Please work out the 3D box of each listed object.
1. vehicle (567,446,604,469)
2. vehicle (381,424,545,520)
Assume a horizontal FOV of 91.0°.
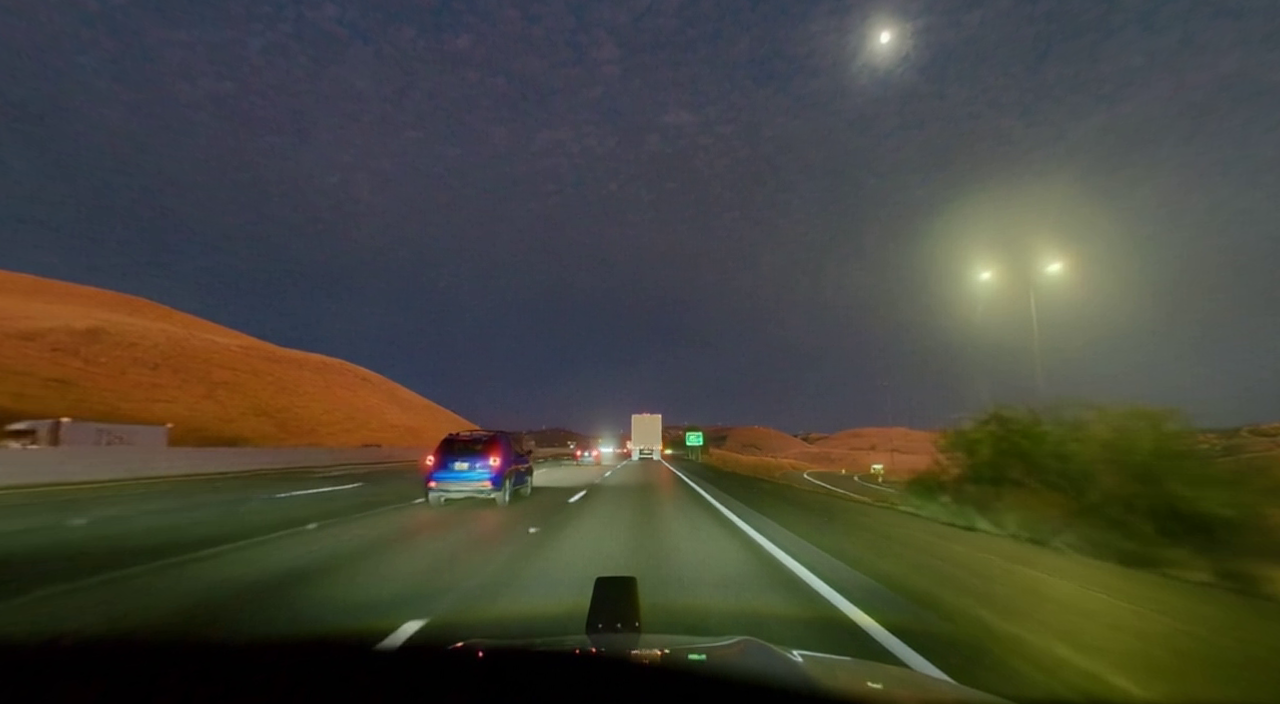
[{"bbox_3d":[-3.763,7.379,44.202,2.101,1.476,4.471,0,-9,1],"label":"vehicle"},{"bbox_3d":[-3.644,2.585,14.088,2.194,1.725,4.698,0,-9,1],"label":"vehicle"}]
